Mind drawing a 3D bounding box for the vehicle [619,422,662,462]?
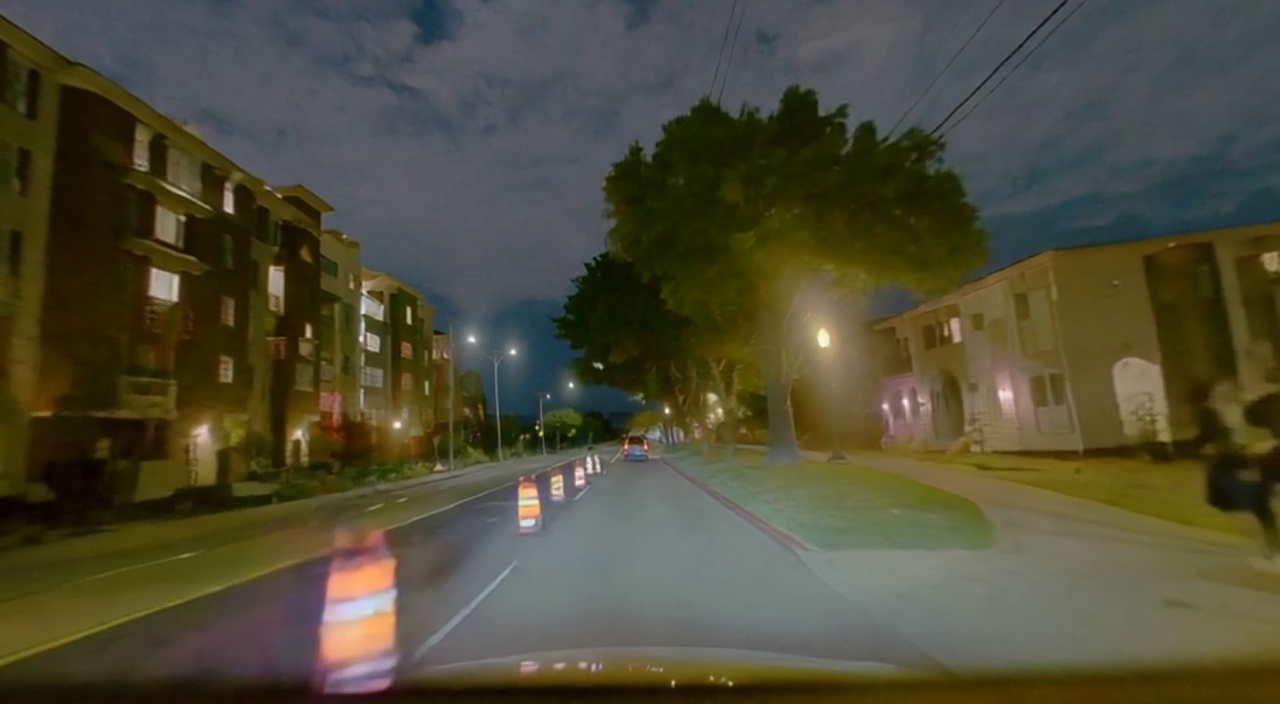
[{"bbox_3d":[-0.063,4.996,34.998,2.169,2.015,5.206,0,-8,-2],"label":"vehicle"}]

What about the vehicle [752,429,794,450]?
[{"bbox_3d":[10.180,6.748,48.568,1.698,1.548,2.969,3,-9,-23],"label":"vehicle"}]
